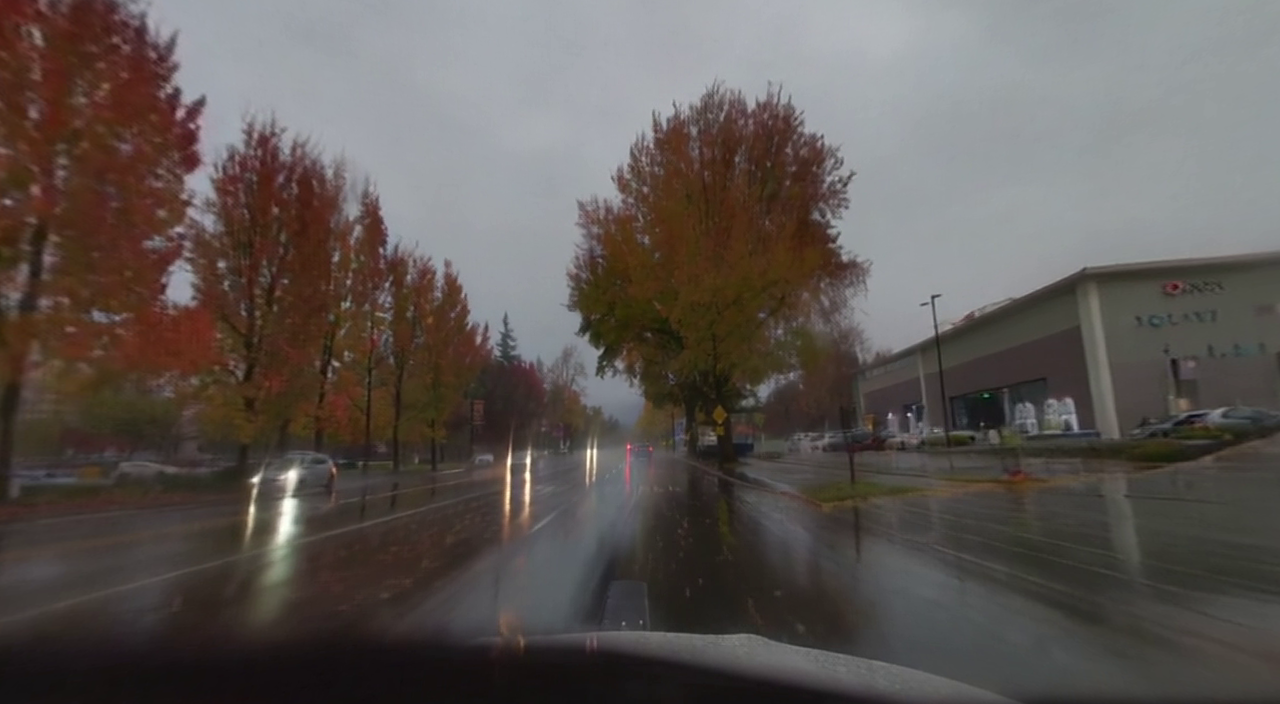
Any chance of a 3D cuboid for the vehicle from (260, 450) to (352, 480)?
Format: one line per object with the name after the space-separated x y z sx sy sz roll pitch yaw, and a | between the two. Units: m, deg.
-23.228 7.852 43.822 5.144 1.980 2.262 -1 -9 6 | vehicle
